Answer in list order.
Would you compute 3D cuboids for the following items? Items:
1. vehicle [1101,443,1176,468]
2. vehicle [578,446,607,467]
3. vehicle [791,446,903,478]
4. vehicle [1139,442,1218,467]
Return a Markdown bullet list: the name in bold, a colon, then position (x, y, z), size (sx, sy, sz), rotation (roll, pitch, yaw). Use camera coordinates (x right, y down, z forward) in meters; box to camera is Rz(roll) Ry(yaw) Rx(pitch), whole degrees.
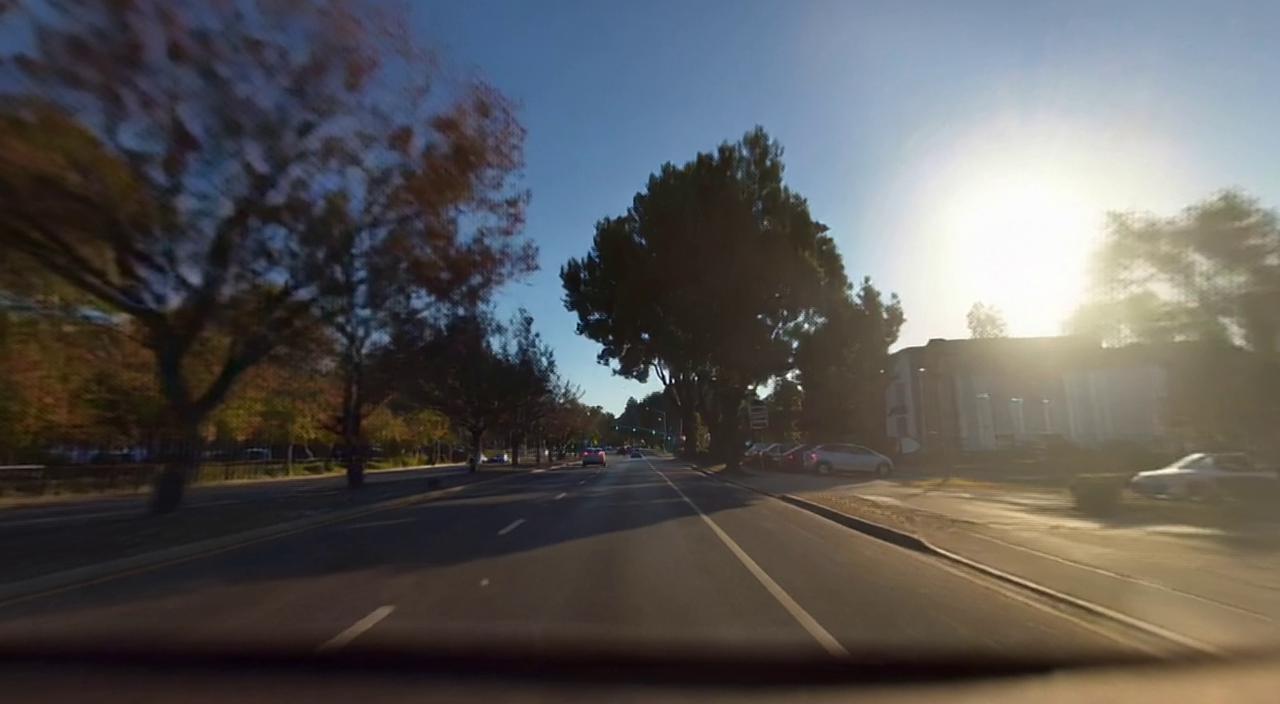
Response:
- **vehicle**: position (33.703, 6.981, 42.857), size (1.852, 1.604, 3.693), rotation (1, -9, -5)
- **vehicle**: position (-3.647, 8.101, 49.261), size (2.030, 1.550, 3.925), rotation (0, -9, 0)
- **vehicle**: position (9.597, 5.109, 29.513), size (4.466, 1.440, 2.091), rotation (1, -9, -5)
- **vehicle**: position (36.339, 6.931, 42.739), size (1.767, 1.614, 3.791), rotation (1, -9, -6)
